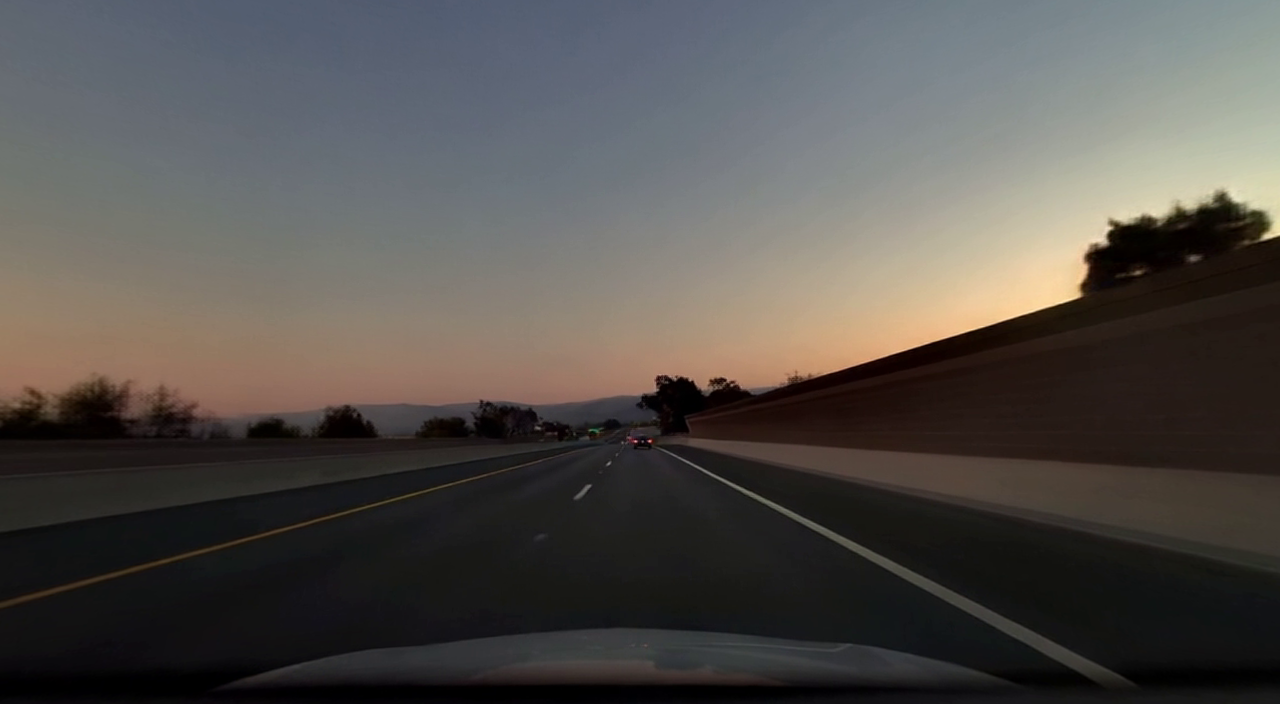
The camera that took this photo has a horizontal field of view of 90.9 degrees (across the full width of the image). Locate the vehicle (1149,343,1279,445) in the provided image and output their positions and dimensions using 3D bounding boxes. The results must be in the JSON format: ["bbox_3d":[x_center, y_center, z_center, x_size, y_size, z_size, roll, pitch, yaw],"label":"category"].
[{"bbox_3d":[28.290,2.163,29.006,3.106,4.073,10.350,-1,-8,13],"label":"vehicle"}]

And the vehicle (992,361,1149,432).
[{"bbox_3d":[31.259,3.704,47.101,2.932,4.074,14.330,-5,-9,6],"label":"vehicle"}]
